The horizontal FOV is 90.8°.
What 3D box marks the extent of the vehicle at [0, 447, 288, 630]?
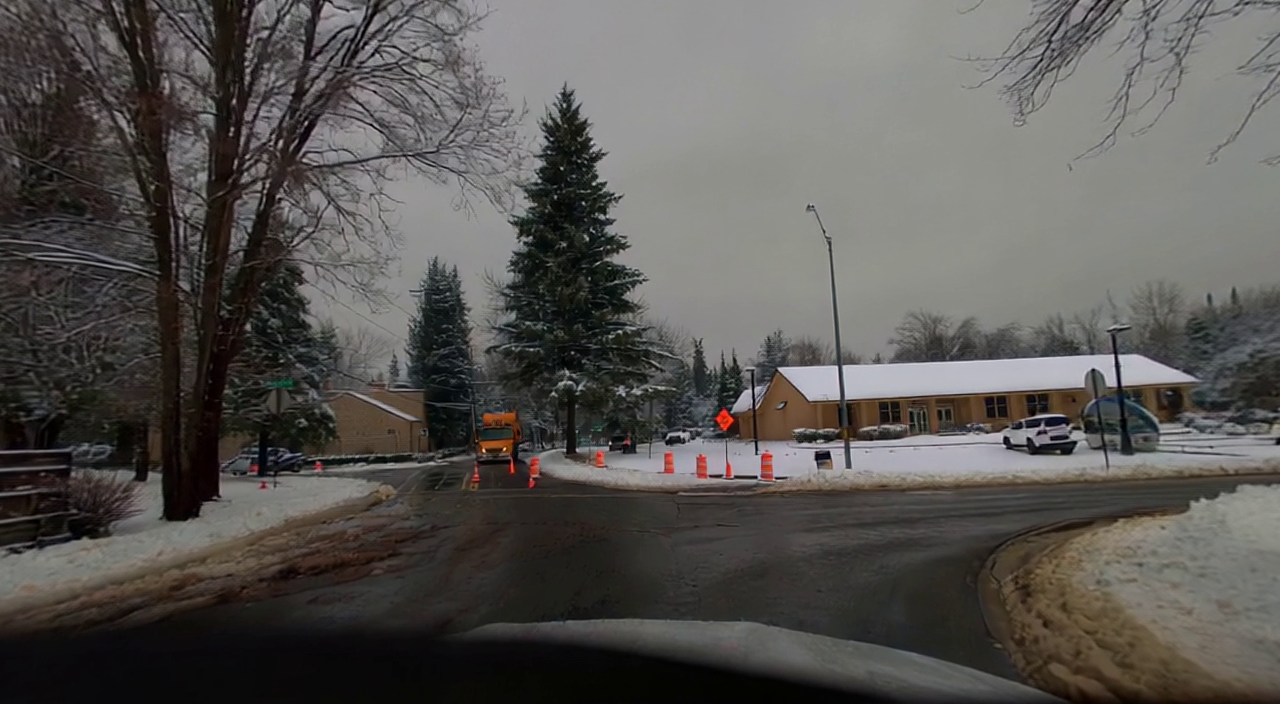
[{"bbox_3d":[-7.606,1.994,7.540,2.961,1.701,7.563,1,-8,-4],"label":"vehicle"}]
